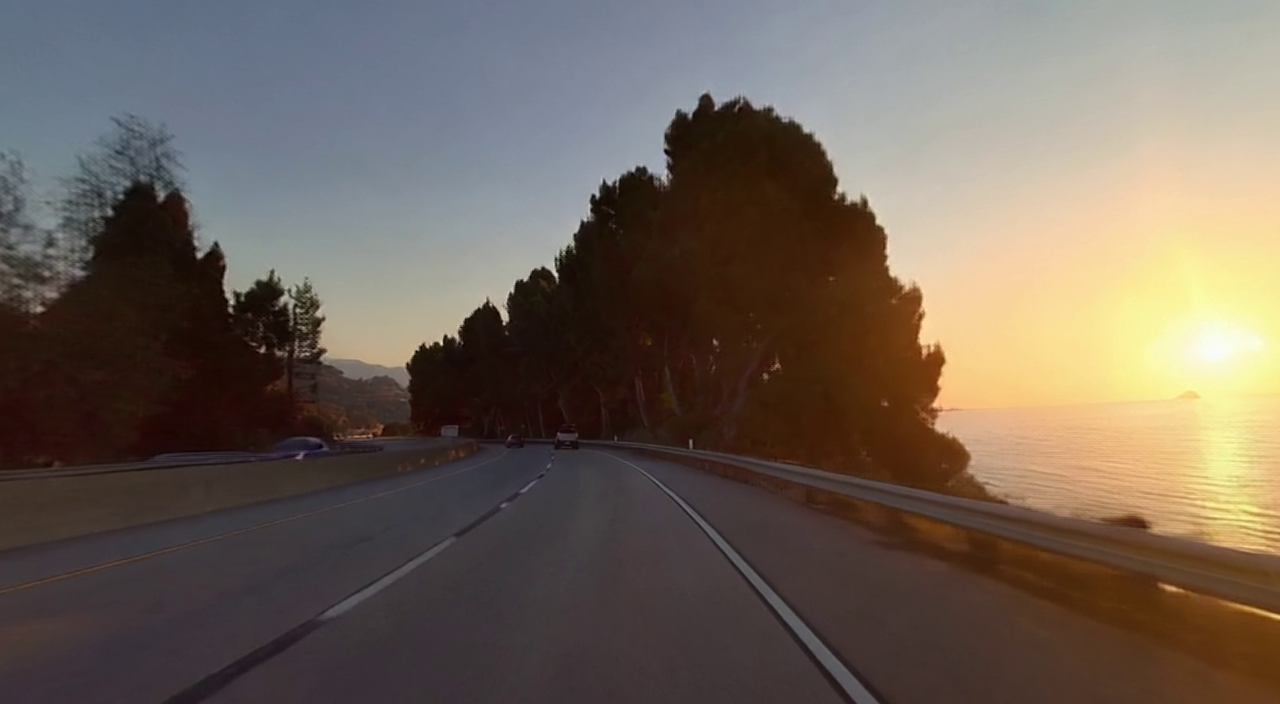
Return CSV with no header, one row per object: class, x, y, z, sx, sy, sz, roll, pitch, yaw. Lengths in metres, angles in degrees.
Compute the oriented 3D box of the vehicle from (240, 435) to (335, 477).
vehicle,-16.109,4.762,29.145,2.224,1.712,4.380,0,-8,-7
